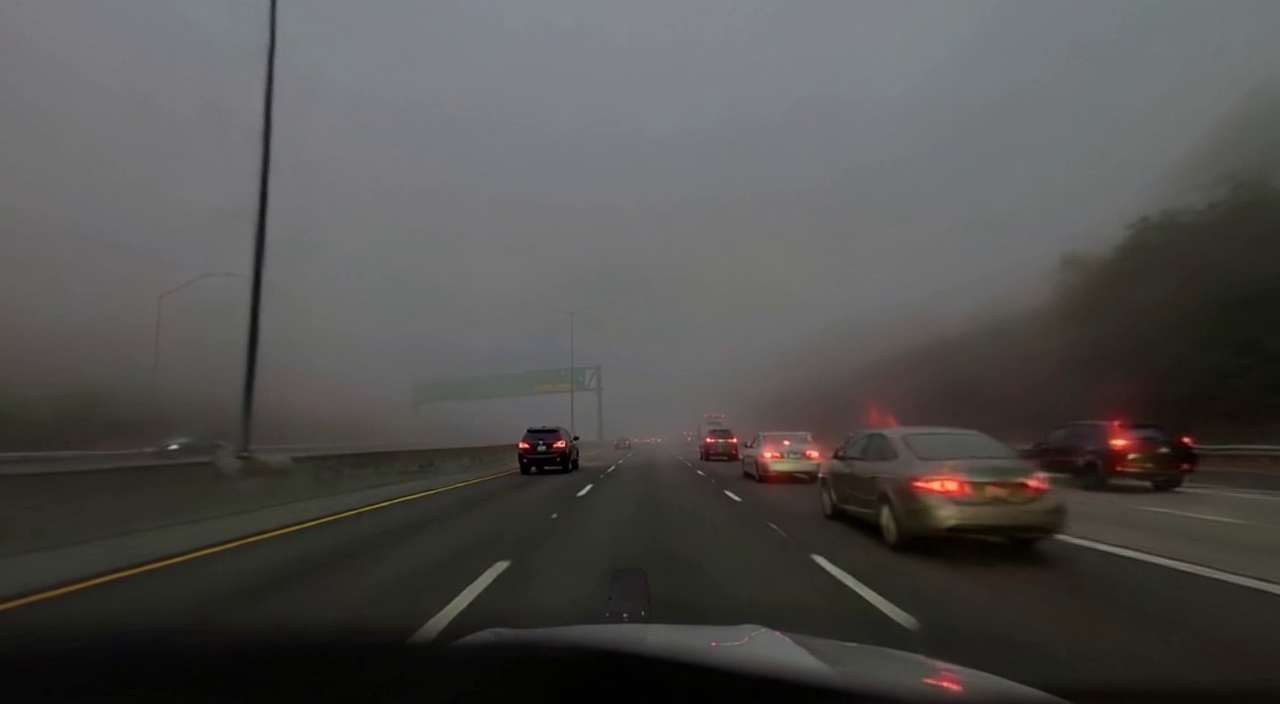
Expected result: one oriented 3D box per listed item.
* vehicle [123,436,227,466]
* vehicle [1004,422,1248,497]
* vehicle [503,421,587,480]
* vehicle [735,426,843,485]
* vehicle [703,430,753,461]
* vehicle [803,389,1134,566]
[{"bbox_3d":[-25.761,5.492,35.203,1.913,1.509,4.728,-1,-8,6],"label":"vehicle"},{"bbox_3d":[10.898,2.439,14.716,1.968,1.457,4.559,0,-8,-2],"label":"vehicle"},{"bbox_3d":[-2.989,3.219,20.796,2.006,1.741,4.277,-1,-8,2],"label":"vehicle"},{"bbox_3d":[4.192,3.010,18.610,2.088,1.491,4.549,0,-8,0],"label":"vehicle"},{"bbox_3d":[4.554,4.949,33.373,1.999,1.482,4.743,0,-8,0],"label":"vehicle"},{"bbox_3d":[3.786,1.542,8.440,1.991,1.715,4.455,0,-8,0],"label":"vehicle"}]
